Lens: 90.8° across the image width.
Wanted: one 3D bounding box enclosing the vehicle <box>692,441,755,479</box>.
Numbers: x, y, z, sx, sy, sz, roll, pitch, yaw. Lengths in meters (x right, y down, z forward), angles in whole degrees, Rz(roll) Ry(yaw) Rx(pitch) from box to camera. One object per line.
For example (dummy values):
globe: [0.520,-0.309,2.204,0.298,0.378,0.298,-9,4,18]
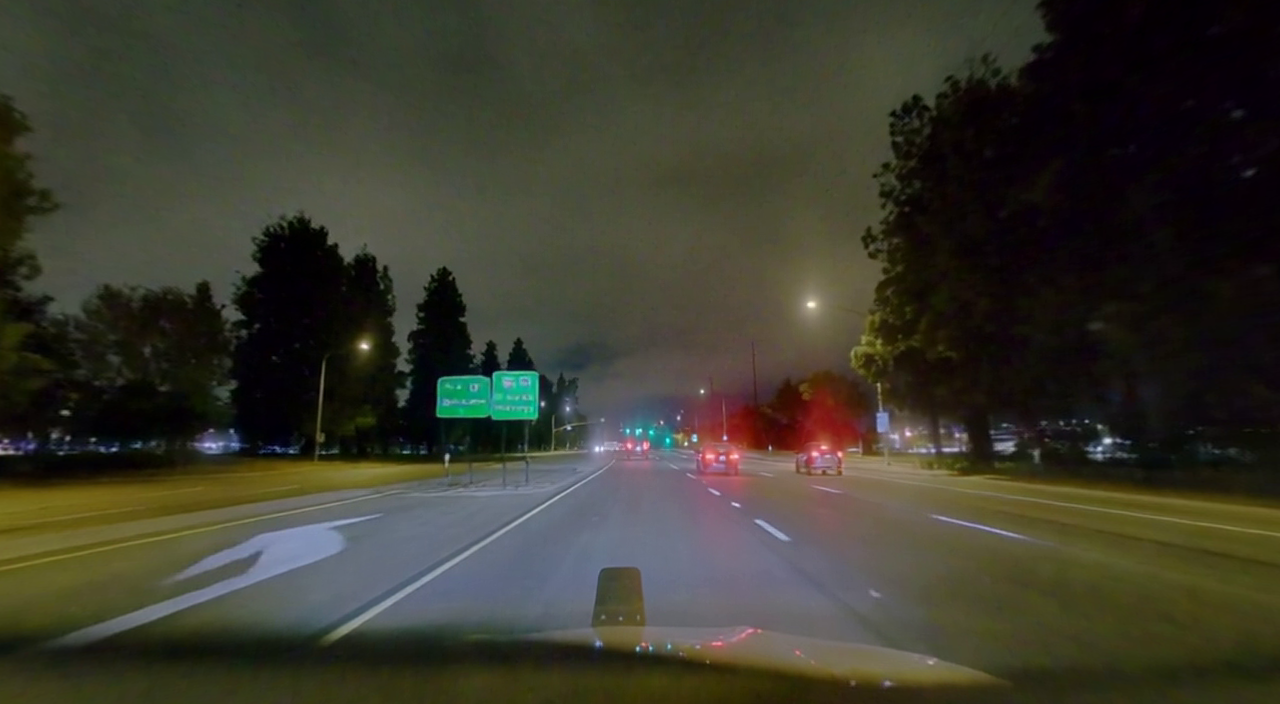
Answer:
vehicle: [3.476,4.577,27.062,1.948,1.479,4.620,1,-8,-2]
